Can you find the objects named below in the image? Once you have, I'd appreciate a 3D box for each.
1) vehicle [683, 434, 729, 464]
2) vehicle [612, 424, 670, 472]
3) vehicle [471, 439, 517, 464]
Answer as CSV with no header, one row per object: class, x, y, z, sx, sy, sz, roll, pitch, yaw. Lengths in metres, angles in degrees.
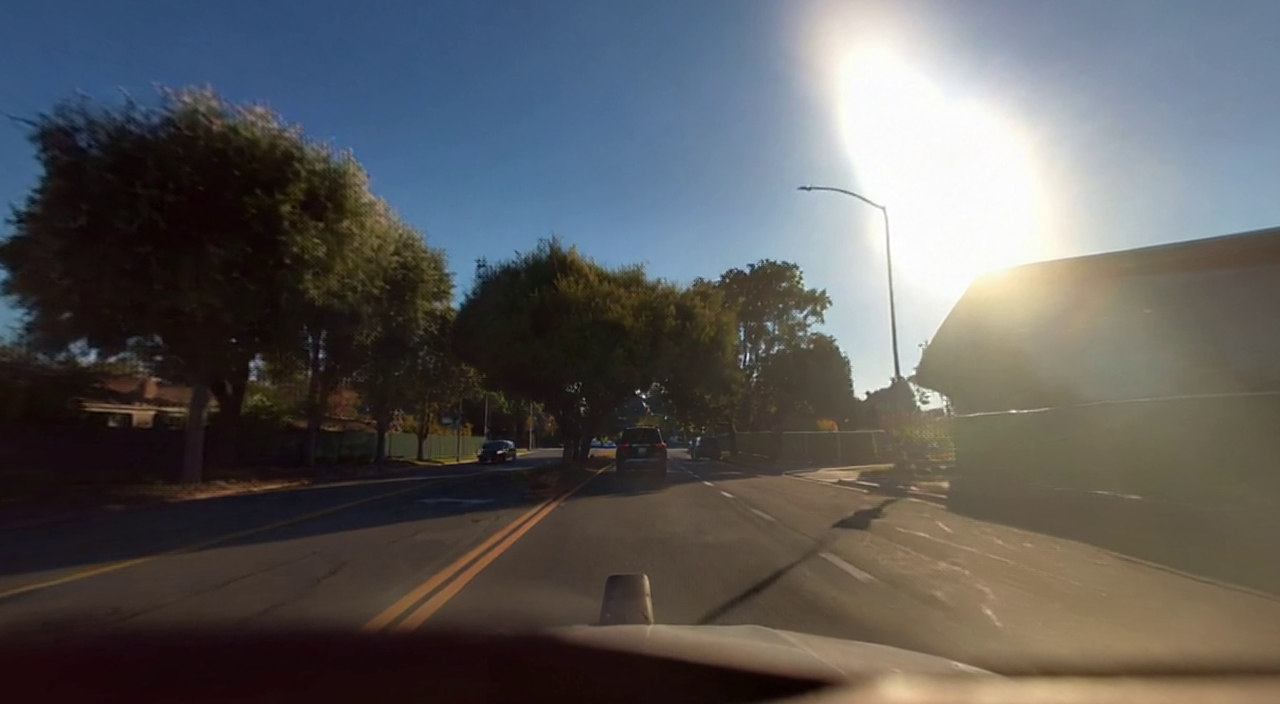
vehicle,3.856,5.802,37.782,2.138,1.699,4.852,0,-8,-1
vehicle,0.073,4.267,28.140,2.386,1.947,4.168,0,-8,1
vehicle,-9.431,6.455,41.030,2.028,1.502,4.646,0,-8,-2
